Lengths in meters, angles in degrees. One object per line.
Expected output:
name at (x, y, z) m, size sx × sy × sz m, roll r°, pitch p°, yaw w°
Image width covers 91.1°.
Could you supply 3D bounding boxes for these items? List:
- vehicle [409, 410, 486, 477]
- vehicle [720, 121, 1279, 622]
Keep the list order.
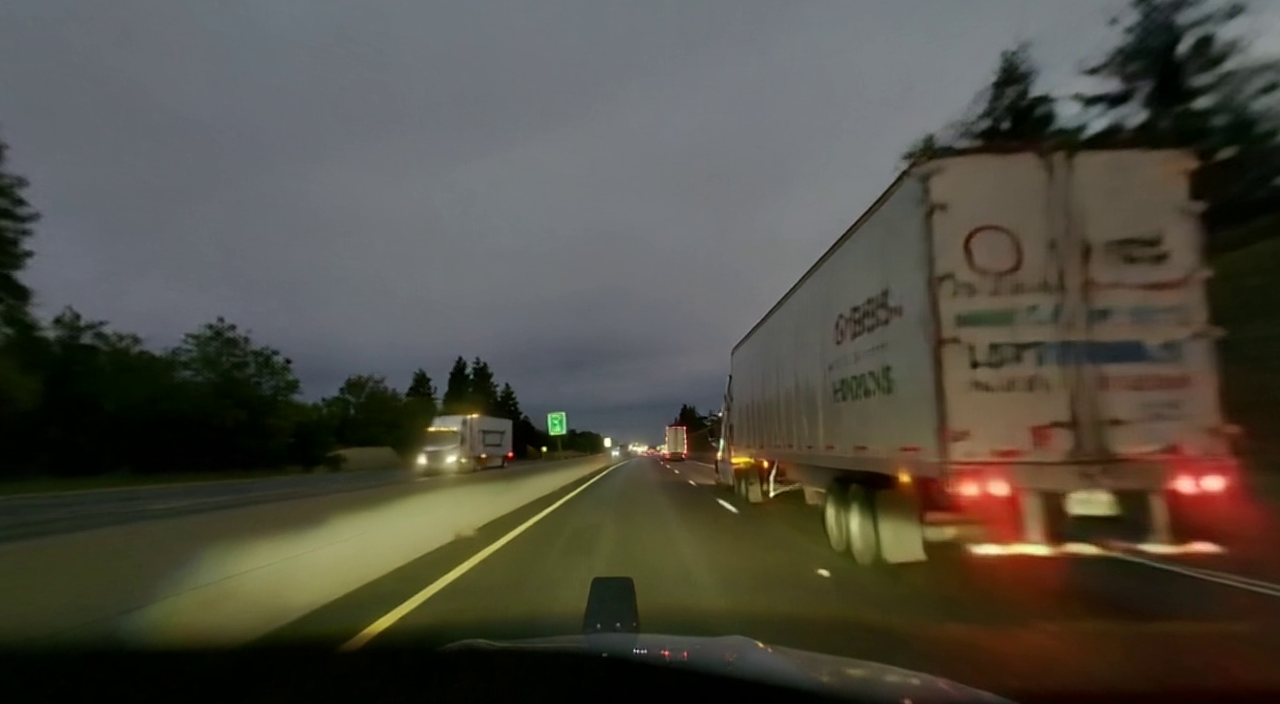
vehicle at (-12.333, 5.986, 40.968) m, size 3.006 × 3.972 × 5.785 m, roll 0°, pitch -9°, yaw 1°
vehicle at (4.025, 1.133, 12.021) m, size 2.926 × 4.060 × 14.068 m, roll 0°, pitch -9°, yaw -1°
